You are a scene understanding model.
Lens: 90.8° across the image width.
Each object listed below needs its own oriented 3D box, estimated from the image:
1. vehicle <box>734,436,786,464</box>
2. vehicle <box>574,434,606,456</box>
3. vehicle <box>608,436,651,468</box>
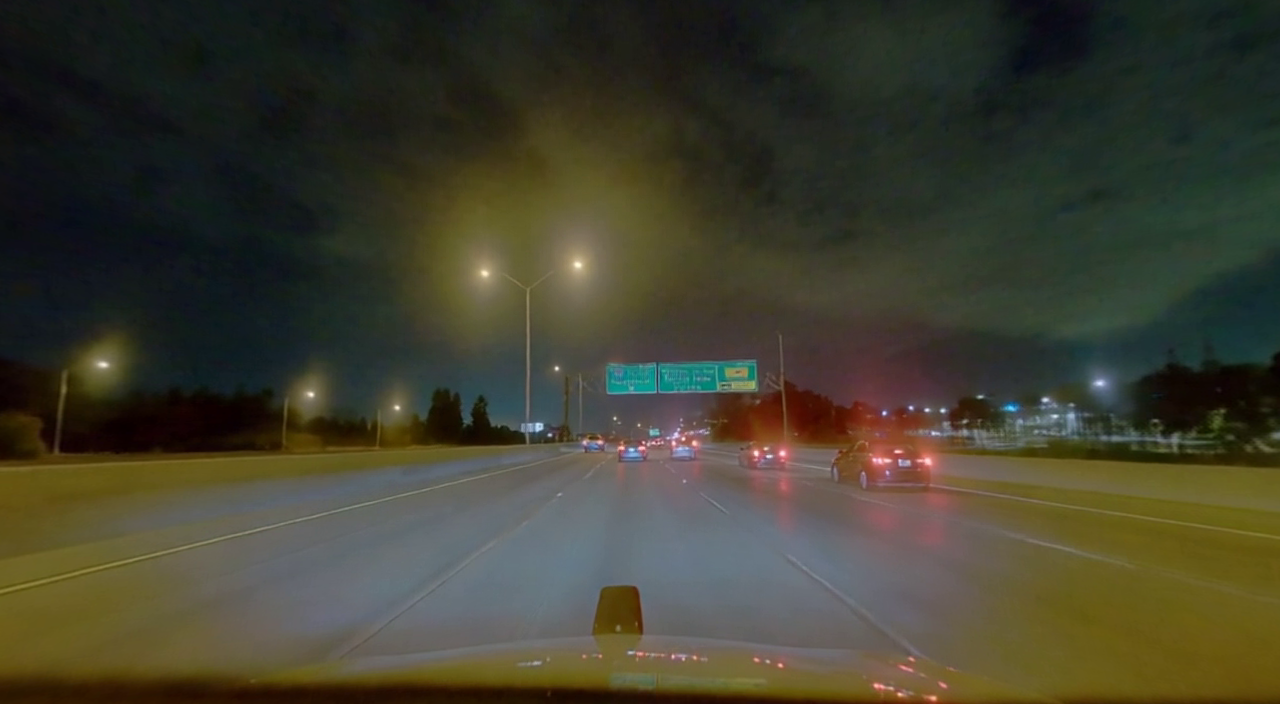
[{"bbox_3d":[6.672,5.513,35.554,1.935,1.478,4.433,0,-9,-2],"label":"vehicle"},{"bbox_3d":[-3.859,7.305,49.549,2.123,1.661,4.601,0,-9,0],"label":"vehicle"},{"bbox_3d":[-0.509,4.938,31.277,1.985,1.457,4.227,0,-9,-1],"label":"vehicle"}]
